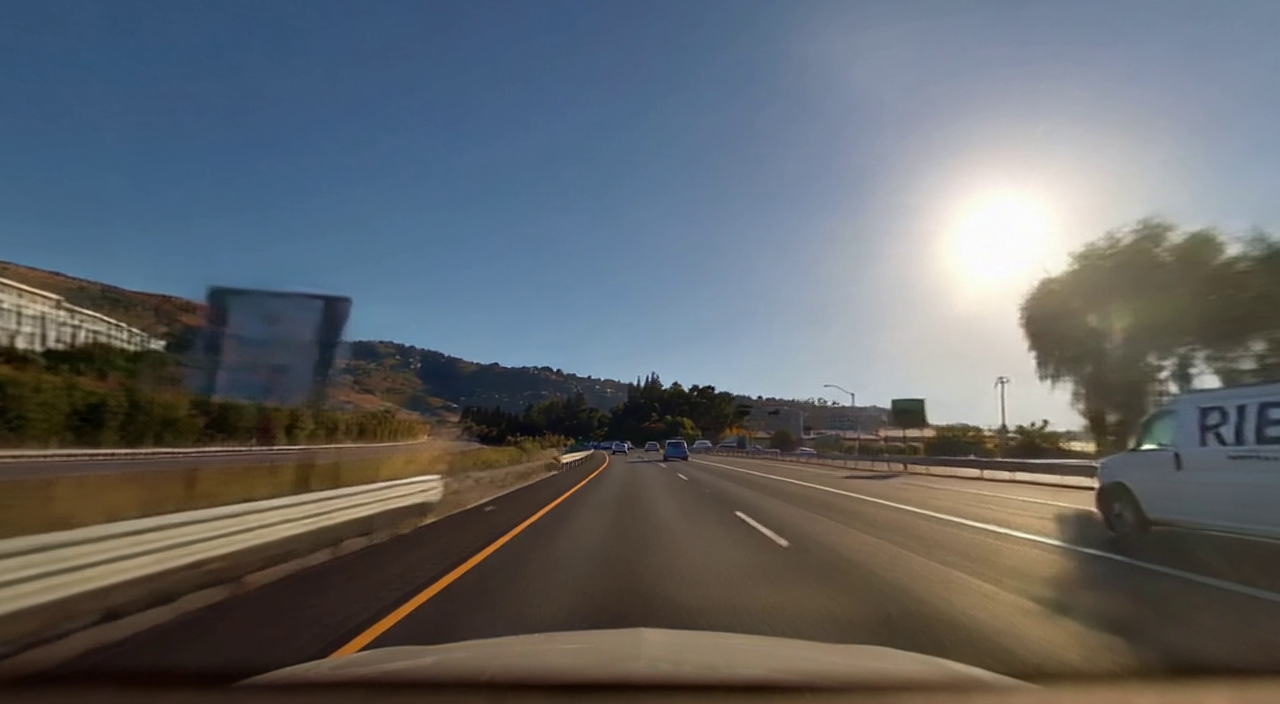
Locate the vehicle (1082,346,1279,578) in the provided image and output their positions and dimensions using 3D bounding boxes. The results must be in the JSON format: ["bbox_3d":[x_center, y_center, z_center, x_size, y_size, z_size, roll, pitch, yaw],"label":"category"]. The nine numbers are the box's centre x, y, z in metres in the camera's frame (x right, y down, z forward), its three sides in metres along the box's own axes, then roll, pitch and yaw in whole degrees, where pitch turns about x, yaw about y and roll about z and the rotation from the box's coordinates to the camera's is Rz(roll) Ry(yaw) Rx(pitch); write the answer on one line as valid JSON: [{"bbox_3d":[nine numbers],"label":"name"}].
[{"bbox_3d":[6.880,0.937,5.308,2.275,2.059,5.543,0,-8,0],"label":"vehicle"}]

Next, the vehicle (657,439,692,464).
[{"bbox_3d":[2.640,7.724,49.233,2.210,1.815,4.571,1,-8,-3],"label":"vehicle"}]
